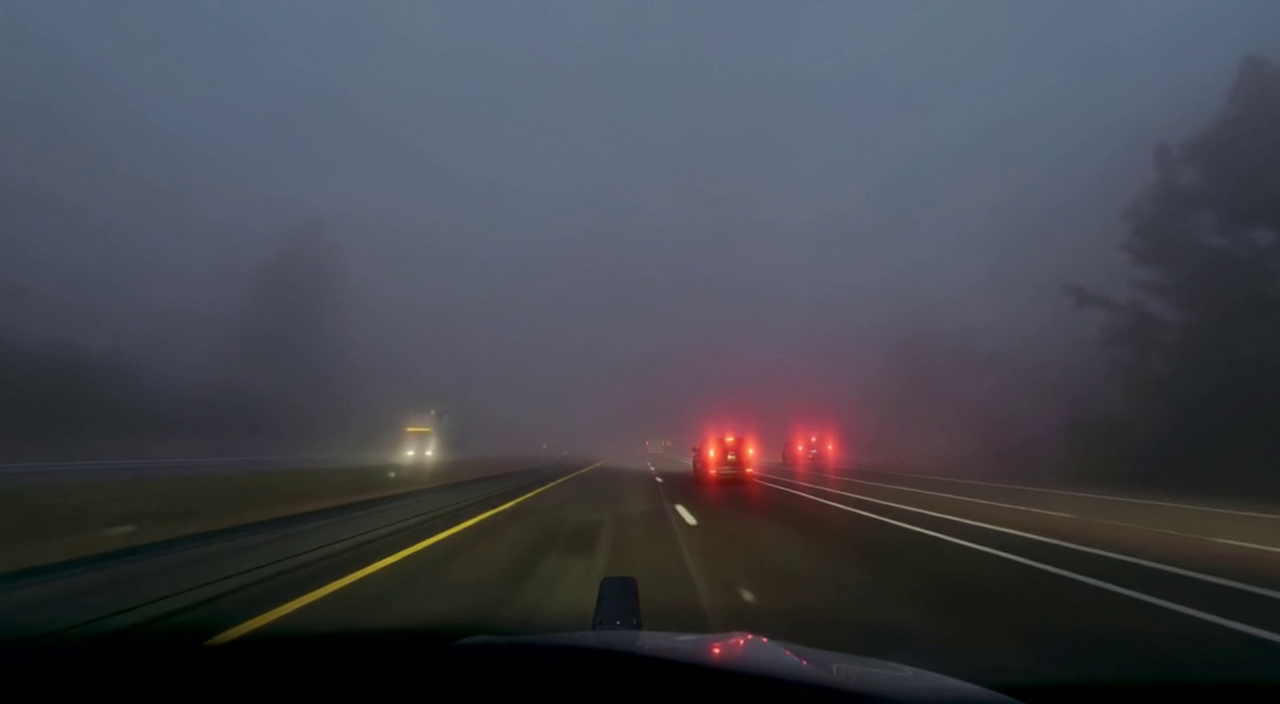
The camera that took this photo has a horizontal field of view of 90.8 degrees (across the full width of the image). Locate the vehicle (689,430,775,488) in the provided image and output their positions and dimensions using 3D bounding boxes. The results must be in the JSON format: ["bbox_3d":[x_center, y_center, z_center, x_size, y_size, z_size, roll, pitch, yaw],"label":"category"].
[{"bbox_3d":[3.058,3.706,22.191,2.141,1.785,4.778,0,-8,-2],"label":"vehicle"}]
